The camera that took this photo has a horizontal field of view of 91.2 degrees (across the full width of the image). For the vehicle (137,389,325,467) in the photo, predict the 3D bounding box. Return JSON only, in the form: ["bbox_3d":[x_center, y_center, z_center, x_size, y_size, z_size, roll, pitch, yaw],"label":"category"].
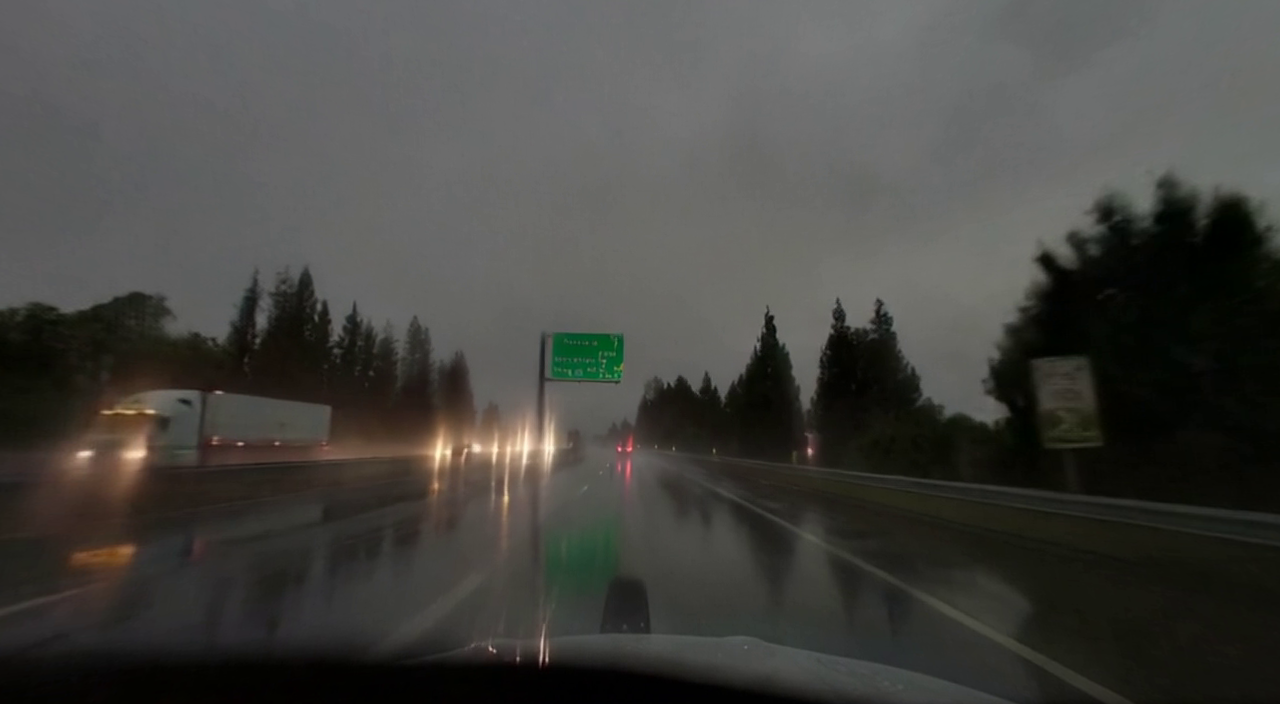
[{"bbox_3d":[-25.112,5.058,40.185,2.942,4.072,13.992,0,-9,-1],"label":"vehicle"}]

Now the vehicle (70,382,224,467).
[{"bbox_3d":[-24.901,3.795,32.208,3.036,3.953,5.859,0,-8,-2],"label":"vehicle"}]
